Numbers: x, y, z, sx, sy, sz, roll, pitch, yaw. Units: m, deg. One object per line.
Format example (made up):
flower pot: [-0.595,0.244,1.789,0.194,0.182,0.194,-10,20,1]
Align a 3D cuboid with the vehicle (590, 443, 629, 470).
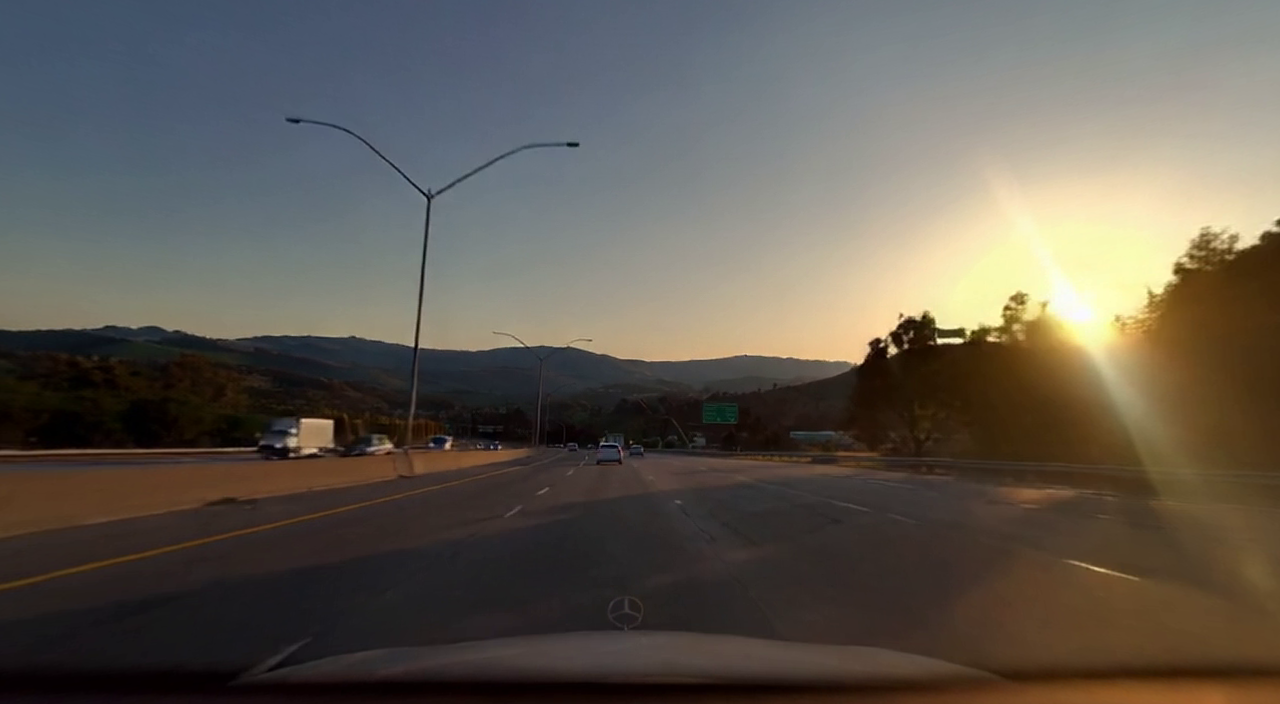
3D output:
vehicle: [-1.779,6.082,36.951,2.193,1.497,4.337,0,-8,-3]
